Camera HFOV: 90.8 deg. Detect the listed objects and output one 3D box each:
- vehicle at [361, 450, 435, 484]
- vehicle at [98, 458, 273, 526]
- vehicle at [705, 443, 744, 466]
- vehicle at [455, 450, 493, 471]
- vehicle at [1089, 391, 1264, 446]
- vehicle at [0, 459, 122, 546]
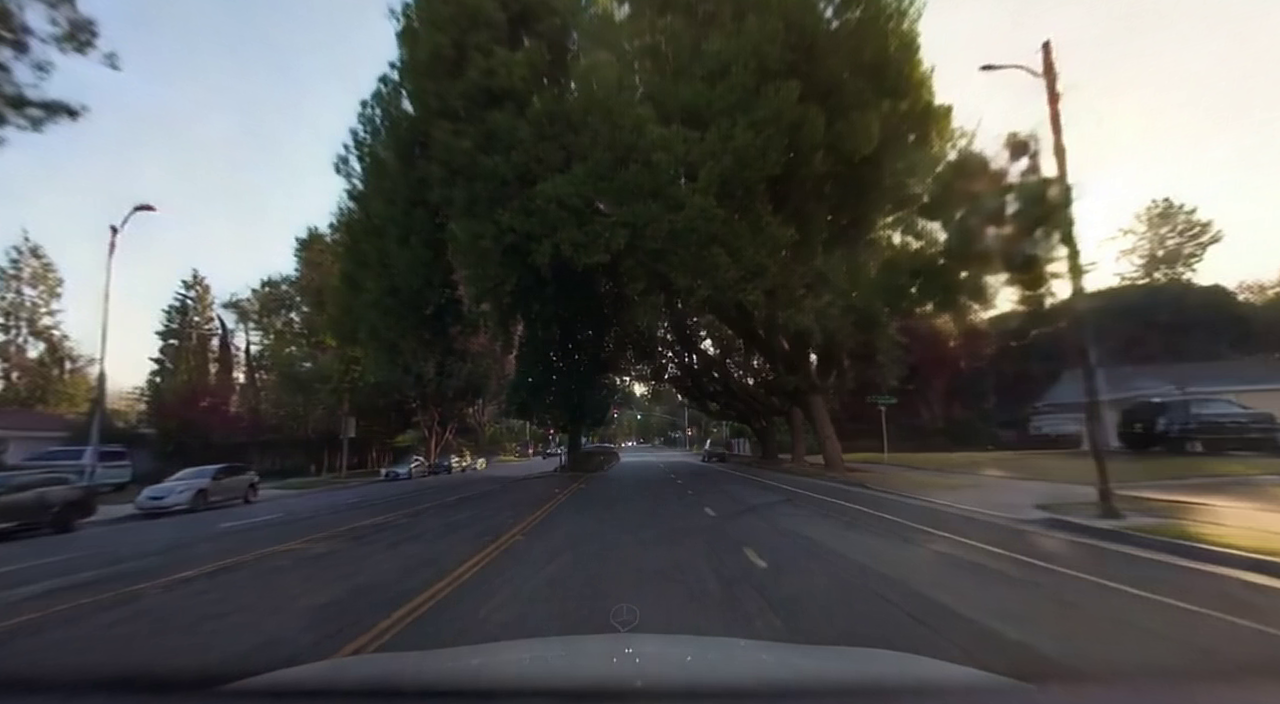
[{"bbox_3d":[-12.713,6.054,33.582,2.078,1.618,4.650,0,-8,0],"label":"vehicle"},{"bbox_3d":[-12.771,3.909,18.193,1.909,1.477,4.345,-3,-8,-1],"label":"vehicle"},{"bbox_3d":[5.666,6.928,42.827,1.875,1.466,4.355,0,-8,-2],"label":"vehicle"},{"bbox_3d":[-12.724,8.349,48.755,1.812,1.454,4.351,0,-8,-1],"label":"vehicle"},{"bbox_3d":[17.400,2.259,20.667,1.726,1.620,3.938,6,-11,-37],"label":"vehicle"},{"bbox_3d":[-12.679,2.958,12.261,1.828,1.510,4.149,-4,-8,-1],"label":"vehicle"}]
